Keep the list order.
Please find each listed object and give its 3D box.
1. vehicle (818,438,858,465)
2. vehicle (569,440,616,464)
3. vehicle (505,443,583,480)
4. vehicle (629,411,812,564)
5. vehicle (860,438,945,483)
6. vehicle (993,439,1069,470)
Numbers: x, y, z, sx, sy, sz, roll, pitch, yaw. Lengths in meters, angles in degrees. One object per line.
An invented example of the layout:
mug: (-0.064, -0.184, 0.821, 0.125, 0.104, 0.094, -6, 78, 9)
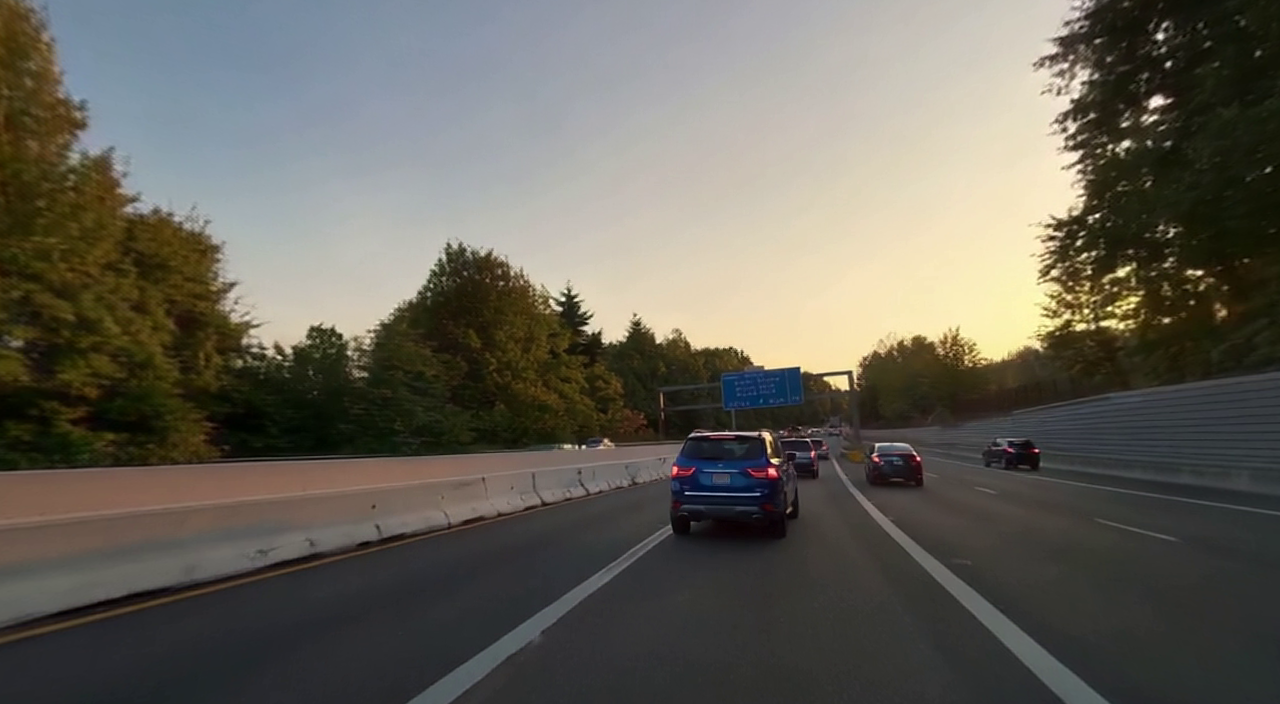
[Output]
vehicle: (12.537, 6.308, 40.140, 1.857, 1.584, 3.976, -1, -8, 9)
vehicle: (-3.531, 7.652, 48.282, 1.989, 1.703, 4.959, -3, -9, 16)
vehicle: (-4.359, 5.035, 29.391, 1.917, 1.566, 4.370, -2, -9, 16)
vehicle: (1.393, 1.789, 9.075, 2.021, 1.635, 4.085, -2, -9, 15)
vehicle: (9.381, 3.894, 22.918, 1.962, 1.442, 4.536, -2, -8, 11)
vehicle: (19.950, 5.223, 32.335, 1.990, 1.478, 4.475, -2, -9, 15)
